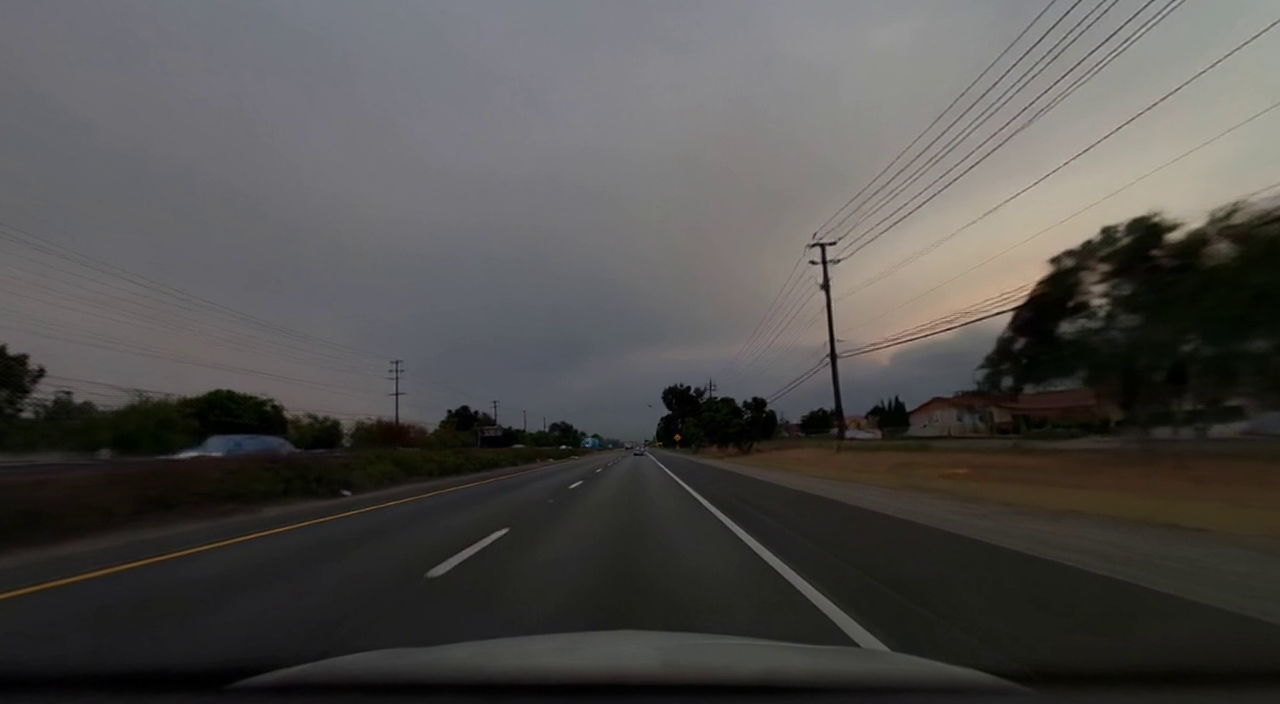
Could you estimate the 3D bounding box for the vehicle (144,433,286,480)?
[{"bbox_3d":[-21.346,5.281,32.190,2.613,2.110,6.543,0,-9,1],"label":"vehicle"}]
